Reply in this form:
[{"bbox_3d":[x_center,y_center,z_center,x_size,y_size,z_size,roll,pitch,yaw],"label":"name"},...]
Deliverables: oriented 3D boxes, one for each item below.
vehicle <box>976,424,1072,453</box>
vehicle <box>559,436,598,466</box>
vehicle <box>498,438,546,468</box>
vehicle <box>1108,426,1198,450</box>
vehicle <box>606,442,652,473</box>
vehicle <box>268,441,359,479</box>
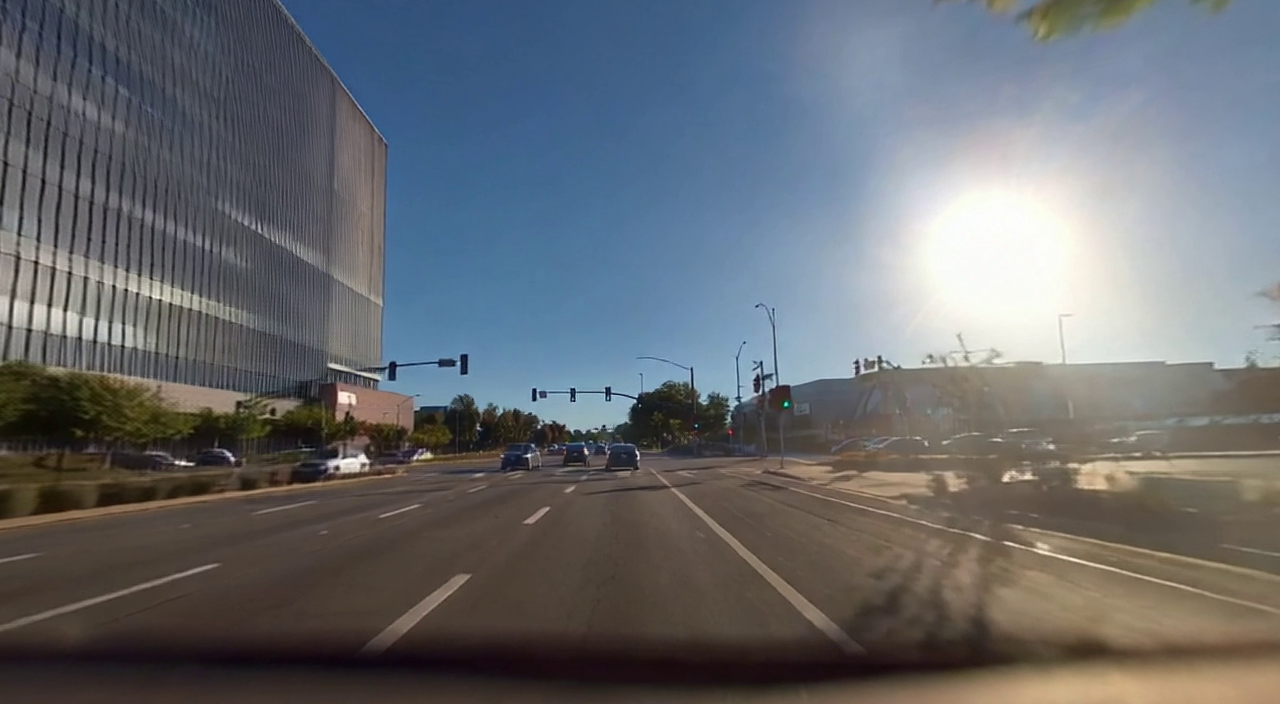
[{"bbox_3d":[28.730,6.500,47.437,5.696,1.795,1.856,-5,-6,14],"label":"vehicle"},{"bbox_3d":[-3.847,6.304,40.303,2.001,1.784,4.483,0,-8,0],"label":"vehicle"},{"bbox_3d":[-6.777,5.860,36.823,1.937,1.659,4.259,0,-8,0],"label":"vehicle"},{"bbox_3d":[37.058,6.217,45.755,4.557,1.493,1.919,-5,-6,16],"label":"vehicle"},{"bbox_3d":[-0.554,5.057,30.546,2.050,1.385,4.096,0,-8,-2],"label":"vehicle"},{"bbox_3d":[-15.208,5.035,29.720,1.890,1.638,4.462,0,-8,0],"label":"vehicle"}]
